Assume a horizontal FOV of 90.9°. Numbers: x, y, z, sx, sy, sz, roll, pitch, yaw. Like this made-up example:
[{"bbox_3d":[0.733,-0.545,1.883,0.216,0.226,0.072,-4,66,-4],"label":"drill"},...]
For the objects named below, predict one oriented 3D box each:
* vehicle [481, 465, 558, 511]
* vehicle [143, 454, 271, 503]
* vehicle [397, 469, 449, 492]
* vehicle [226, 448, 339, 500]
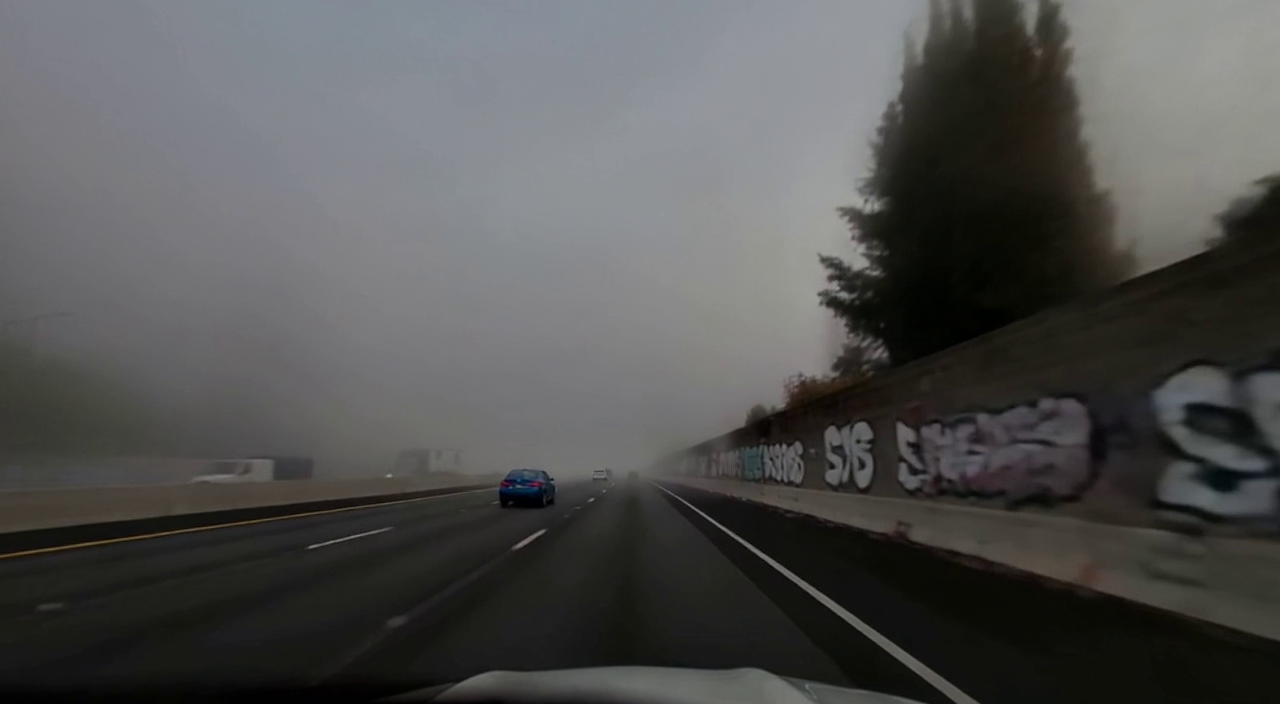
[{"bbox_3d":[-4.145,4.738,22.277,1.941,1.437,3.829,1,-10,0],"label":"vehicle"},{"bbox_3d":[-21.011,6.183,30.987,2.234,2.115,5.503,0,-10,1],"label":"vehicle"},{"bbox_3d":[-15.231,9.015,44.494,1.963,1.476,4.580,1,-10,0],"label":"vehicle"},{"bbox_3d":[-20.941,7.226,37.405,2.639,2.739,6.491,0,-10,2],"label":"vehicle"}]
